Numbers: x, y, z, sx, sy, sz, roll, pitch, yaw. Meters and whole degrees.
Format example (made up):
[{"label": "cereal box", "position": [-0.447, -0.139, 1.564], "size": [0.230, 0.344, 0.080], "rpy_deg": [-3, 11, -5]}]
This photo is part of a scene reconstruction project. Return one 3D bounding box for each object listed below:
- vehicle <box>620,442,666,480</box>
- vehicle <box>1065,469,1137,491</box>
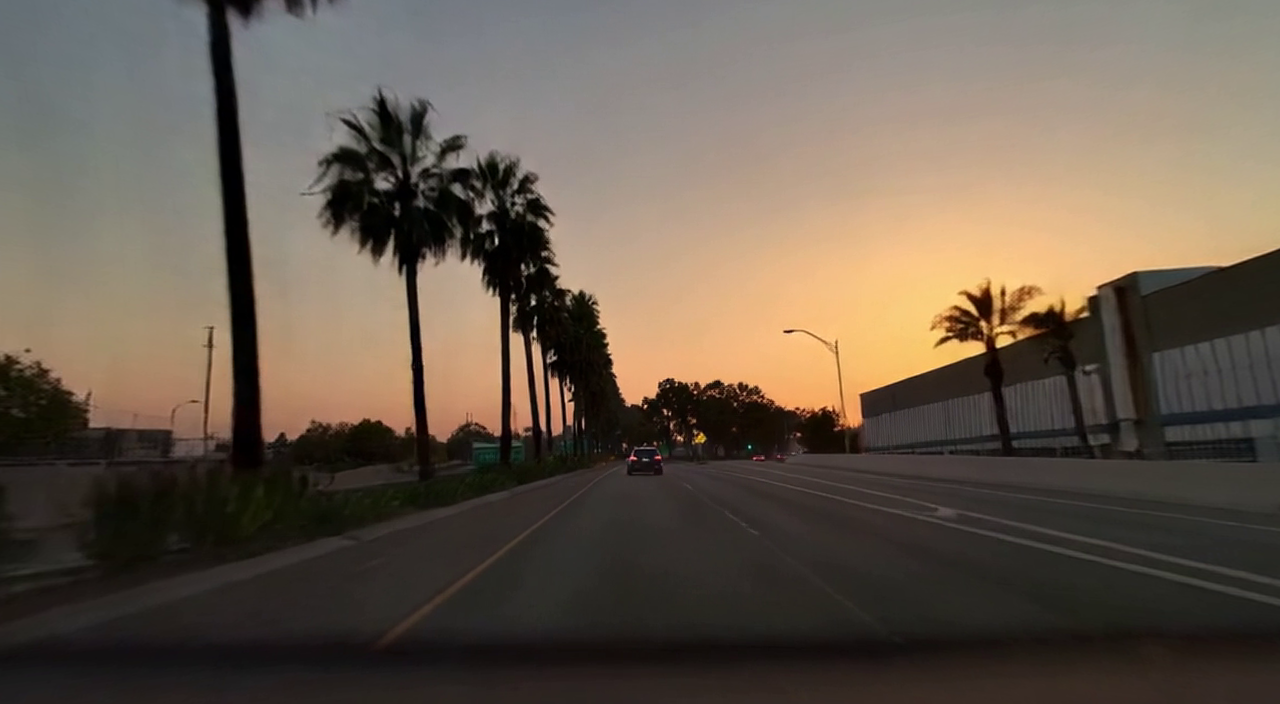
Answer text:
[{"label": "vehicle", "position": [0.089, 5.278, 30.788], "size": [2.089, 1.718, 4.193], "rpy_deg": [0, -9, -2]}, {"label": "vehicle", "position": [35.087, 9.783, 48.019], "size": [3.945, 1.538, 1.796], "rpy_deg": [-2, -10, 5]}]
